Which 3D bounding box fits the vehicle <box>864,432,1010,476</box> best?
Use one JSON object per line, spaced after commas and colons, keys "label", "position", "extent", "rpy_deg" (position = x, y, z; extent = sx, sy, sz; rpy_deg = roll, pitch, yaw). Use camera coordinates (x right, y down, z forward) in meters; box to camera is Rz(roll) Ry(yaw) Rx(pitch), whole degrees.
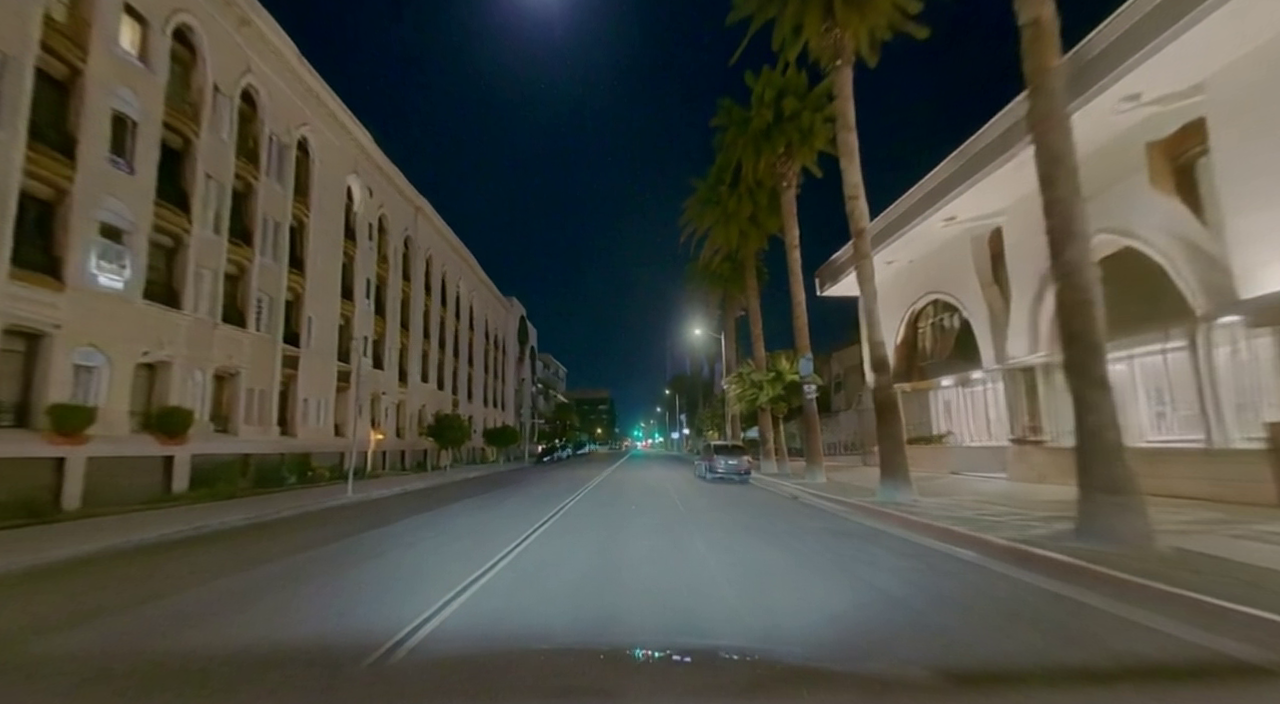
{"label": "vehicle", "position": [11.864, 4.089, 25.471], "extent": [4.782, 1.657, 2.172], "rpy_deg": [1, -8, -4]}

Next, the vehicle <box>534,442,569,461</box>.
{"label": "vehicle", "position": [-6.731, 7.636, 48.596], "extent": [2.142, 1.401, 4.477], "rpy_deg": [0, -8, -1]}

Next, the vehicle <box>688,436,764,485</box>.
{"label": "vehicle", "position": [2.895, 3.747, 22.285], "extent": [1.985, 1.543, 4.112], "rpy_deg": [0, -8, -2]}
